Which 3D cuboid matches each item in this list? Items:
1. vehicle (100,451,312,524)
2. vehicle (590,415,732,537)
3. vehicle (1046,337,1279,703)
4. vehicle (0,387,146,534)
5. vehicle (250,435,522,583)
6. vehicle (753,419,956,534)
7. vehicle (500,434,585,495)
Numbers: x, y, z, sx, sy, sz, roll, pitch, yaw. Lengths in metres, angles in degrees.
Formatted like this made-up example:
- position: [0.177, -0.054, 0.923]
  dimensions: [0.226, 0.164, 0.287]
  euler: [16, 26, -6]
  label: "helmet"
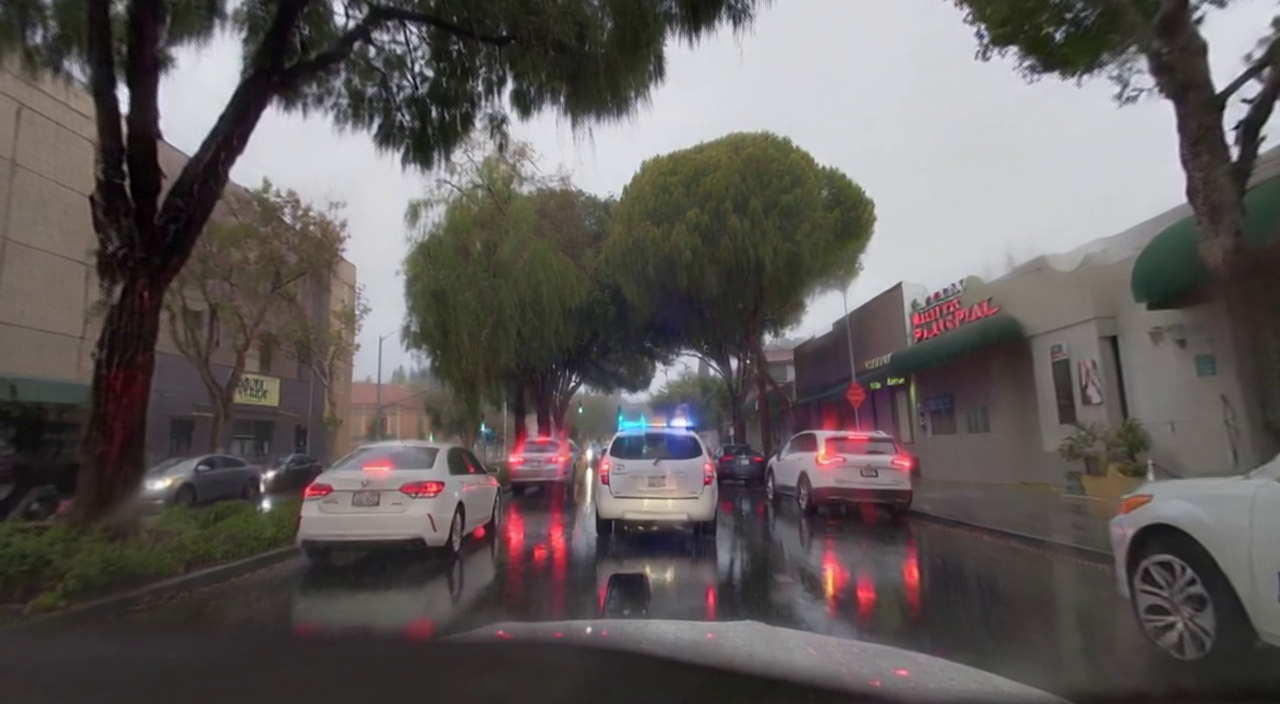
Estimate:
- position: [-10.671, 3.321, 16.088]
  dimensions: [2.041, 1.500, 4.684]
  euler: [-1, -8, 1]
  label: "vehicle"
- position: [0.297, 2.114, 11.292]
  dimensions: [2.075, 1.770, 4.018]
  euler: [0, -8, 0]
  label: "vehicle"
- position: [4.057, 0.734, 2.081]
  dimensions: [1.987, 1.877, 5.330]
  euler: [0, -8, 2]
  label: "vehicle"
- position: [-14.444, 2.112, 11.901]
  dimensions: [2.646, 2.977, 9.228]
  euler: [-1, -7, 1]
  label: "vehicle"
- position: [-2.988, 1.914, 8.583]
  dimensions: [1.908, 1.474, 4.257]
  euler: [0, -8, 0]
  label: "vehicle"
- position: [4.061, 2.481, 13.339]
  dimensions: [2.038, 1.865, 5.786]
  euler: [0, -8, -2]
  label: "vehicle"
- position: [-3.125, 3.729, 21.280]
  dimensions: [2.135, 1.806, 4.514]
  euler: [0, -8, 0]
  label: "vehicle"
